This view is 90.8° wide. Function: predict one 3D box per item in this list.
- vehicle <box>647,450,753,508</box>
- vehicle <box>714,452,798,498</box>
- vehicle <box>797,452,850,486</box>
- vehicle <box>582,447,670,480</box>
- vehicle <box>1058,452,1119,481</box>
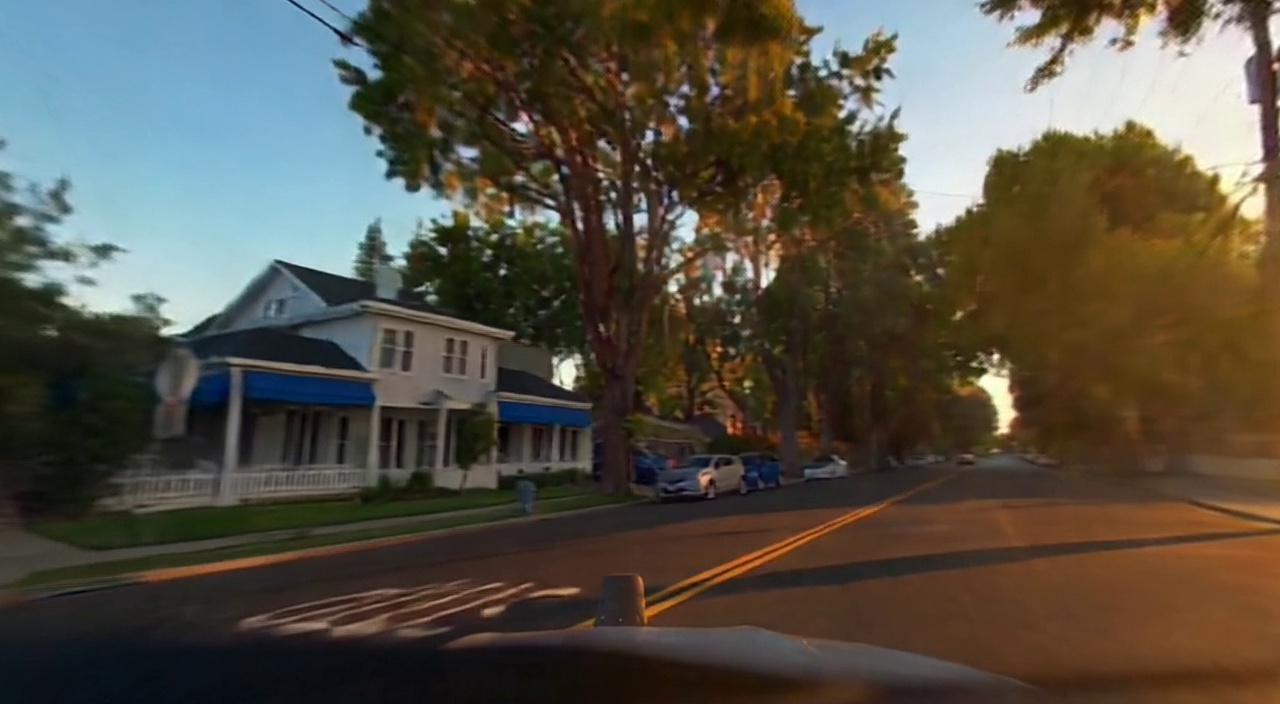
[{"bbox_3d":[2.221,4.347,22.203,1.975,1.775,4.509,-5,-10,30],"label":"vehicle"},{"bbox_3d":[4.964,5.097,26.622,1.913,1.723,4.318,-6,-10,32],"label":"vehicle"},{"bbox_3d":[10.654,6.723,36.551,1.970,1.785,4.274,-5,-10,29],"label":"vehicle"},{"bbox_3d":[-0.804,6.227,35.613,4.492,1.725,2.033,-4,-9,26],"label":"vehicle"},{"bbox_3d":[25.493,6.513,36.081,2.052,1.476,4.438,-7,-11,26],"label":"vehicle"}]
